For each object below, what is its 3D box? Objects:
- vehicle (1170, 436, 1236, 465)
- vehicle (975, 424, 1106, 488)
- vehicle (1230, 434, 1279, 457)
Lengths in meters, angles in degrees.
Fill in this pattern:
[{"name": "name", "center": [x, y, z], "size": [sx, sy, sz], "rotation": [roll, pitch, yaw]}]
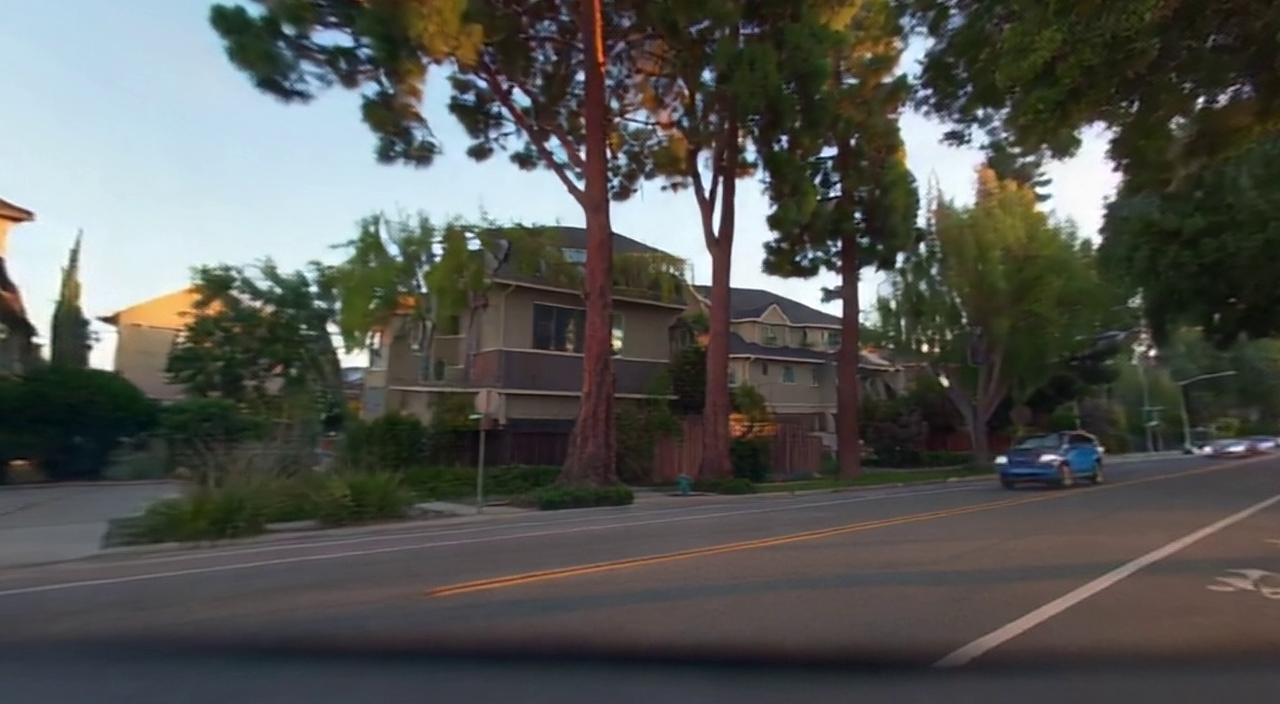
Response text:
[{"name": "vehicle", "center": [31.585, 5.501, 35.304], "size": [4.222, 1.498, 1.906], "rotation": [7, -11, -38]}, {"name": "vehicle", "center": [13.041, 3.342, 20.433], "size": [4.528, 1.835, 2.089], "rotation": [7, -11, -38]}, {"name": "vehicle", "center": [48.586, 7.378, 49.720], "size": [4.755, 1.691, 2.167], "rotation": [7, -11, -38]}]
